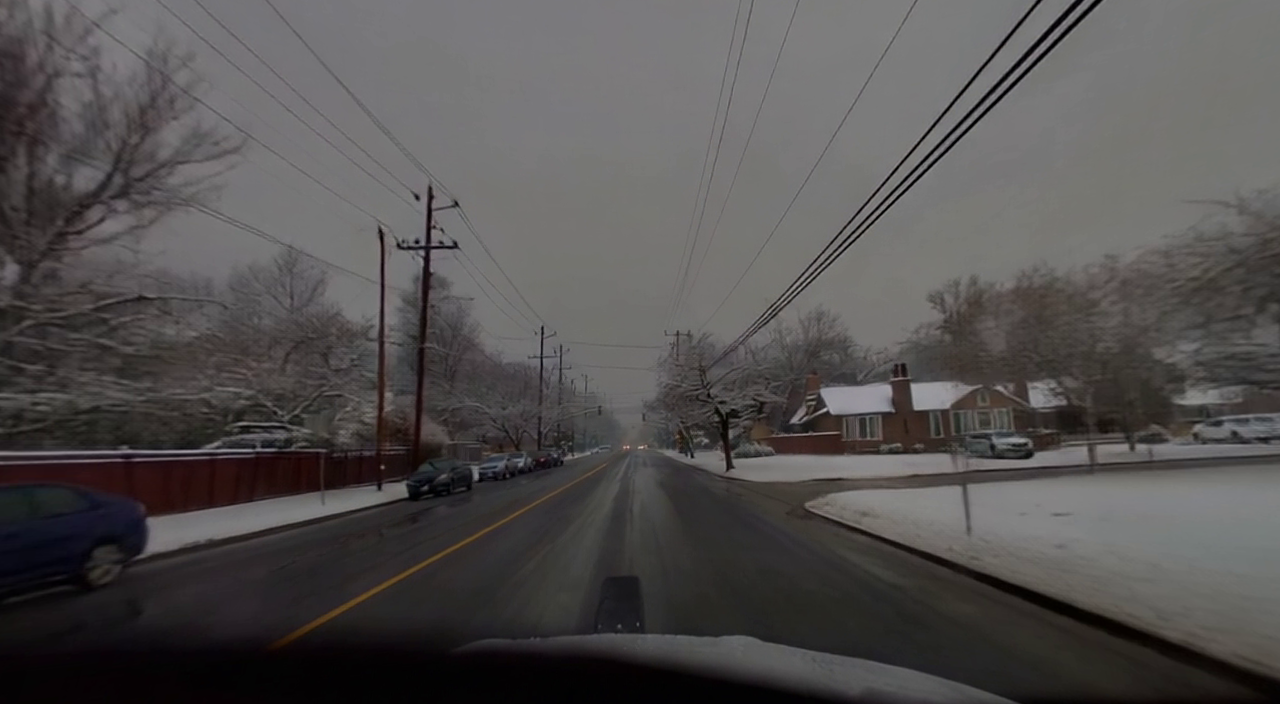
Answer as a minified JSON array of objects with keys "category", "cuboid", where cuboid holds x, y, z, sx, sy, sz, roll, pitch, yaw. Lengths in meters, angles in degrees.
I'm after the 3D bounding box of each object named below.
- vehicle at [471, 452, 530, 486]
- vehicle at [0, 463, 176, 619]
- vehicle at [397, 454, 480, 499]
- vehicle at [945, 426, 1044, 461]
[{"category":"vehicle","cuboid":[-7.526,6.337,34.539,1.839,1.494,4.757,-8,-9,2]},{"category":"vehicle","cuboid":[-7.181,2.025,6.289,1.869,1.442,4.344,-9,-9,-1]},{"category":"vehicle","cuboid":[-7.667,4.749,24.444,1.949,1.512,3.818,0,-9,-1]},{"category":"vehicle","cuboid":[17.226,4.485,31.062,1.883,1.498,5.152,-2,-8,0]}]
